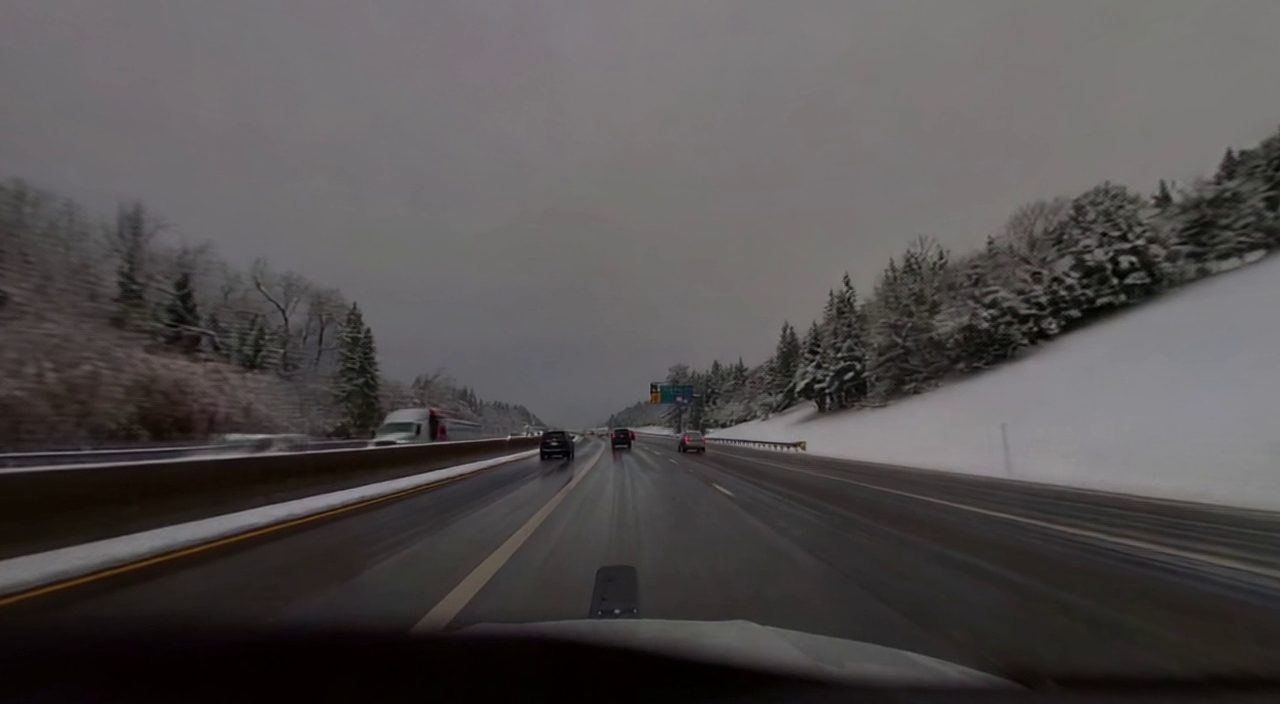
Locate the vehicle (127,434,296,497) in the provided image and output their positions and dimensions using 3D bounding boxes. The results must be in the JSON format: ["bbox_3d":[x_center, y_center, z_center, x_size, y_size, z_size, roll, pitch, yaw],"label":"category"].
[{"bbox_3d":[-11.274,2.960,16.980,1.761,1.495,4.028,0,-8,-1],"label":"vehicle"}]

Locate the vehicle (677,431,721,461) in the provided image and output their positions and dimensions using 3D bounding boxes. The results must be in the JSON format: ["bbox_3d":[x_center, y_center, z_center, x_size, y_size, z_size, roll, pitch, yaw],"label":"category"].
[{"bbox_3d":[3.047,4.893,33.133,1.806,1.469,3.681,0,-8,-2],"label":"vehicle"}]

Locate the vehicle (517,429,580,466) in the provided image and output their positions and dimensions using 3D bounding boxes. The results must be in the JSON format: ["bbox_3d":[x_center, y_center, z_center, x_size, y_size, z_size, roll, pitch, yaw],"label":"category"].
[{"bbox_3d":[-4.009,4.241,28.227,2.204,1.486,4.121,0,-8,0],"label":"vehicle"}]

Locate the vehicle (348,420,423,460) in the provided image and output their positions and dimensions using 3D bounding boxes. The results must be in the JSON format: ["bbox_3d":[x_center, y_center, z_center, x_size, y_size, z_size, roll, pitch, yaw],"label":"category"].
[{"bbox_3d":[-15.582,5.431,38.978,2.370,2.302,5.407,0,-8,-1],"label":"vehicle"}]
